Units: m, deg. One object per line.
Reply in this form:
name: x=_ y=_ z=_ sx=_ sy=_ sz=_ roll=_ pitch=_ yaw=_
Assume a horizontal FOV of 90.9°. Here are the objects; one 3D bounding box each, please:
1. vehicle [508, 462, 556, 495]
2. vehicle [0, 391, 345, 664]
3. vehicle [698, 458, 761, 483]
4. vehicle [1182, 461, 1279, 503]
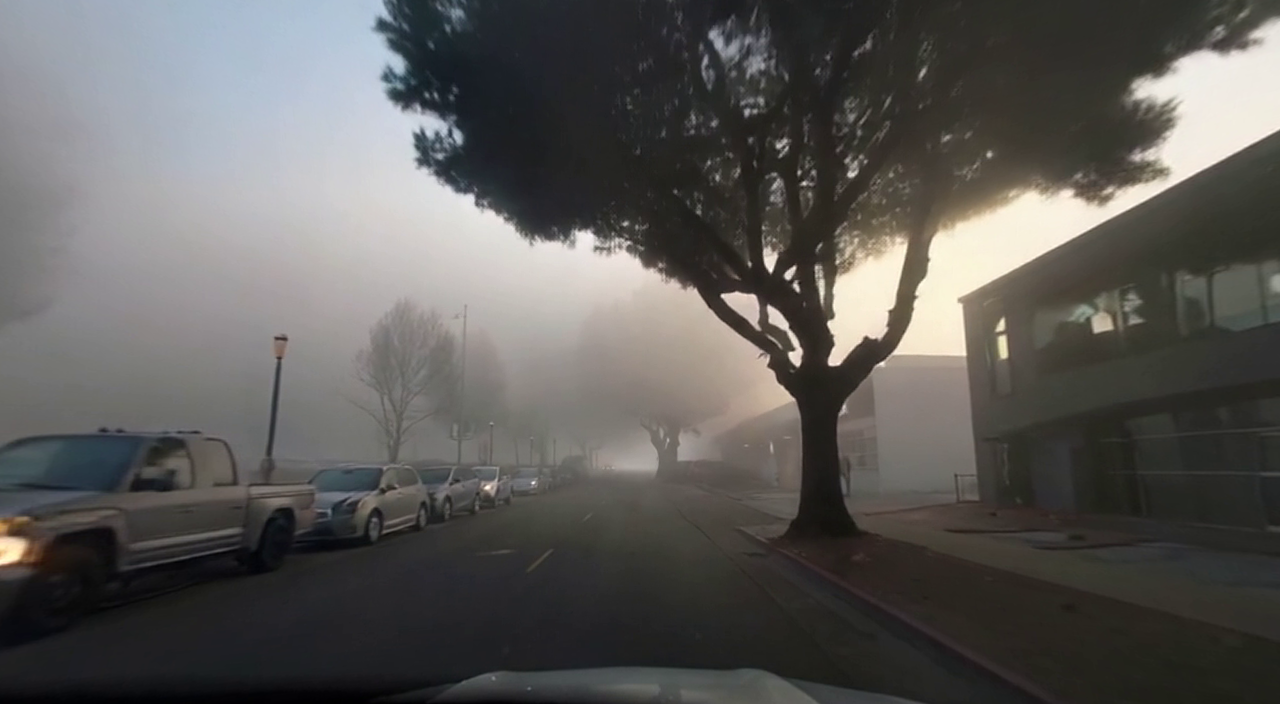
vehicle: x=-5.814 y=6.926 z=34.543 sx=1.832 sy=1.623 sz=4.424 roll=1 pitch=-11 yaw=0
vehicle: x=-5.856 y=1.790 z=7.461 sx=2.196 sy=2.001 sz=5.548 roll=1 pitch=-11 yaw=-3
vehicle: x=6.330 y=8.448 z=44.953 sx=4.193 sy=1.665 sz=1.924 roll=1 pitch=-11 yaw=-1
vehicle: x=25.678 y=5.471 z=26.831 sx=1.698 sy=1.489 sz=3.599 roll=-2 pitch=-9 yaw=-4
